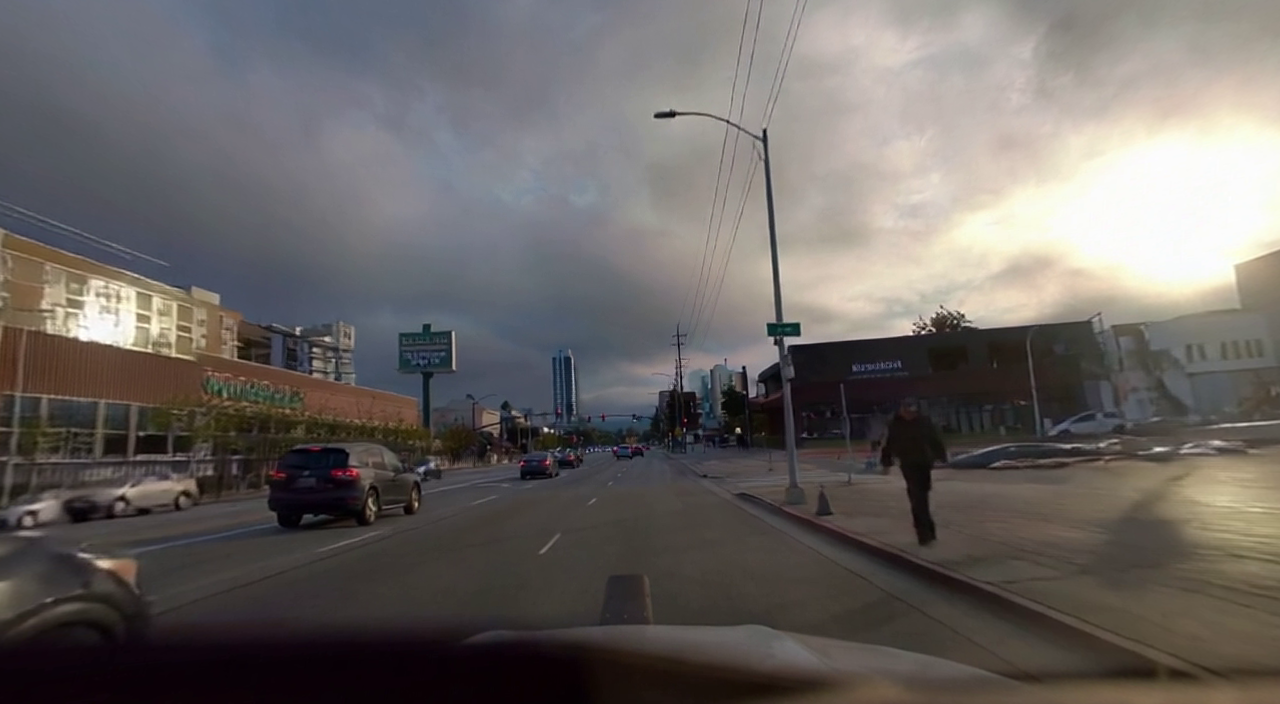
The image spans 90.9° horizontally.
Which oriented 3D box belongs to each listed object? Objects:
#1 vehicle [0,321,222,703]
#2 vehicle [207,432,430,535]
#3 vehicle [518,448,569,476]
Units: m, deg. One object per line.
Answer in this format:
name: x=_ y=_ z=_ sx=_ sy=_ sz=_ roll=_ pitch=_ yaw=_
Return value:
vehicle: x=-3.229 y=0.537 z=0.581 sx=2.277 sy=1.743 sz=4.893 roll=0 pitch=-9 yaw=0
vehicle: x=-6.197 y=2.600 z=13.010 sx=2.007 sy=1.698 sz=4.759 roll=0 pitch=-9 yaw=1
vehicle: x=-5.339 y=6.167 z=35.450 sx=2.030 sy=1.488 sz=4.650 roll=0 pitch=-9 yaw=2
